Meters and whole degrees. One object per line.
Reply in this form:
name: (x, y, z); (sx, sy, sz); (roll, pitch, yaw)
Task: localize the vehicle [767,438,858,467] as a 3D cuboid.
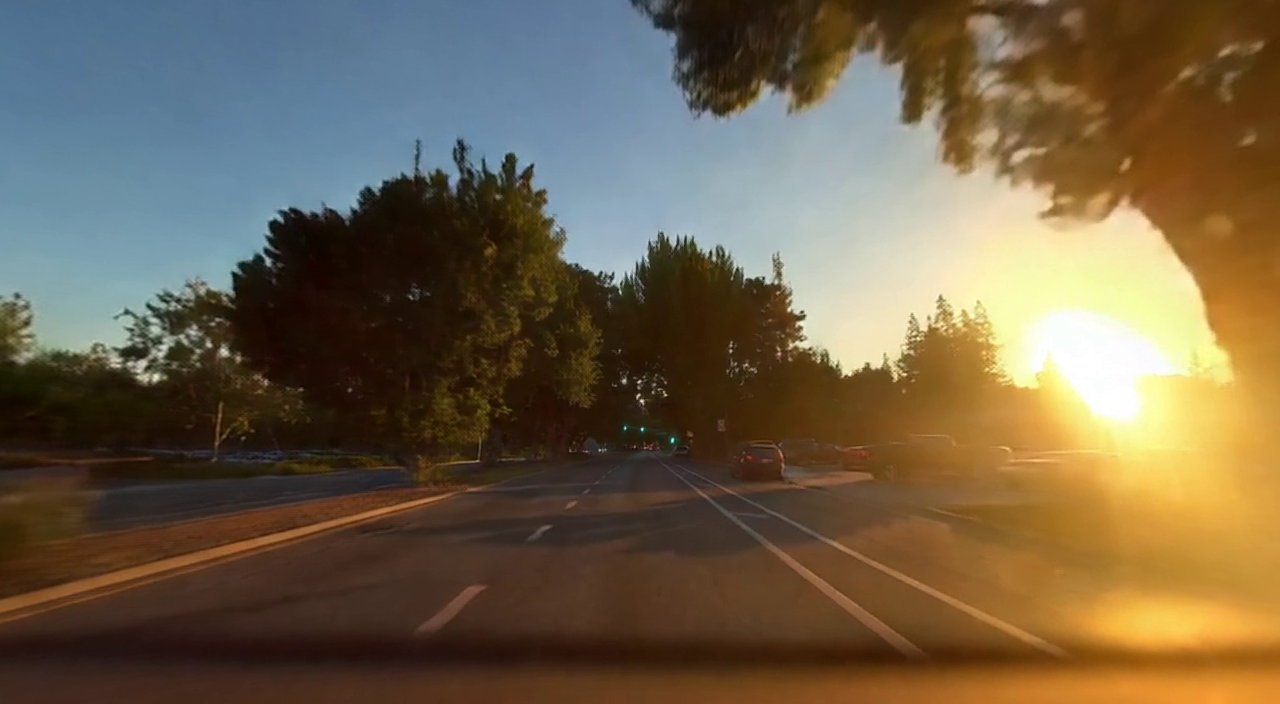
vehicle: (10.361, 6.106, 38.158); (4.879, 1.701, 2.095); (0, -10, 3)

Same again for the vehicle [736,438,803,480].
vehicle: (5.667, 4.744, 28.243); (2.057, 1.688, 4.596); (0, -8, 0)
